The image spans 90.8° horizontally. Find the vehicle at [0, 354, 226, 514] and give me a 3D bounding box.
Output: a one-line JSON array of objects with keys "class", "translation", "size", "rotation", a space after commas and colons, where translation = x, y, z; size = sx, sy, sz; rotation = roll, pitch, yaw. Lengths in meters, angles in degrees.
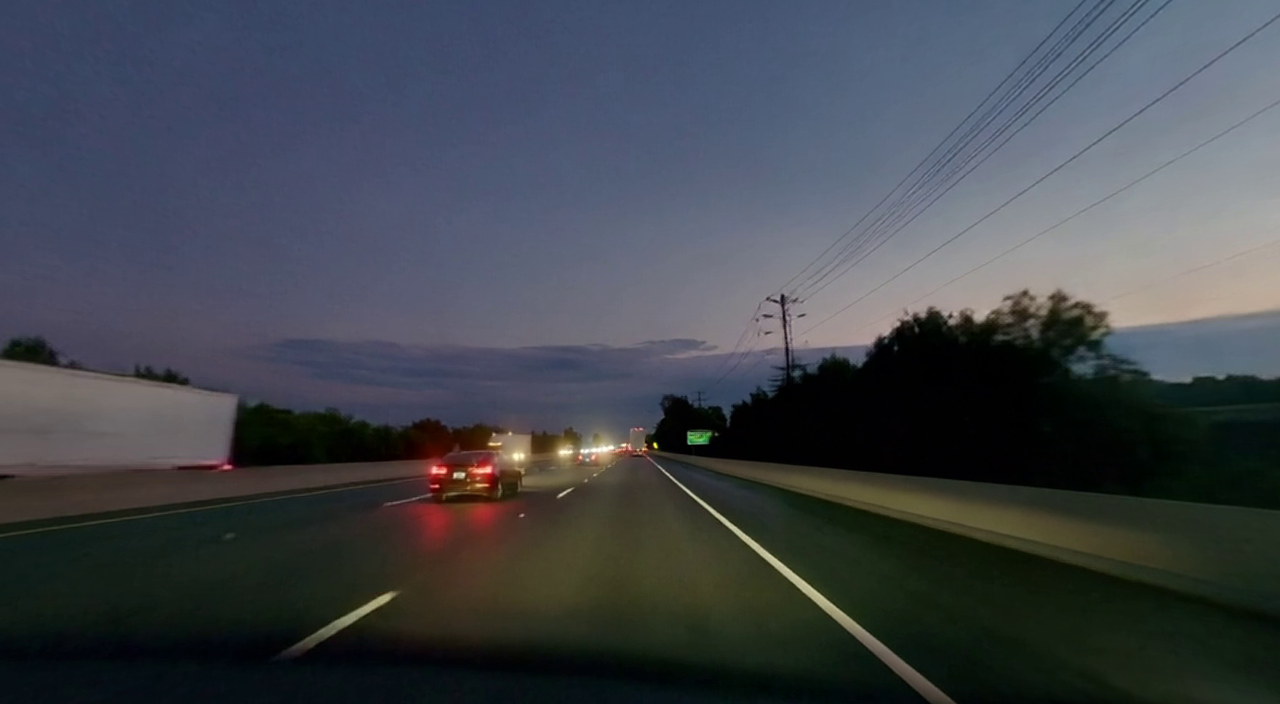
[{"class": "vehicle", "translation": [-17.970, 2.361, 17.766], "size": [2.933, 4.087, 14.392], "rotation": [0, -9, 0]}]

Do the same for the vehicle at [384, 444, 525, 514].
[{"class": "vehicle", "translation": [-4.306, 3.024, 15.496], "size": [2.106, 1.445, 4.404], "rotation": [0, -9, 0]}]
